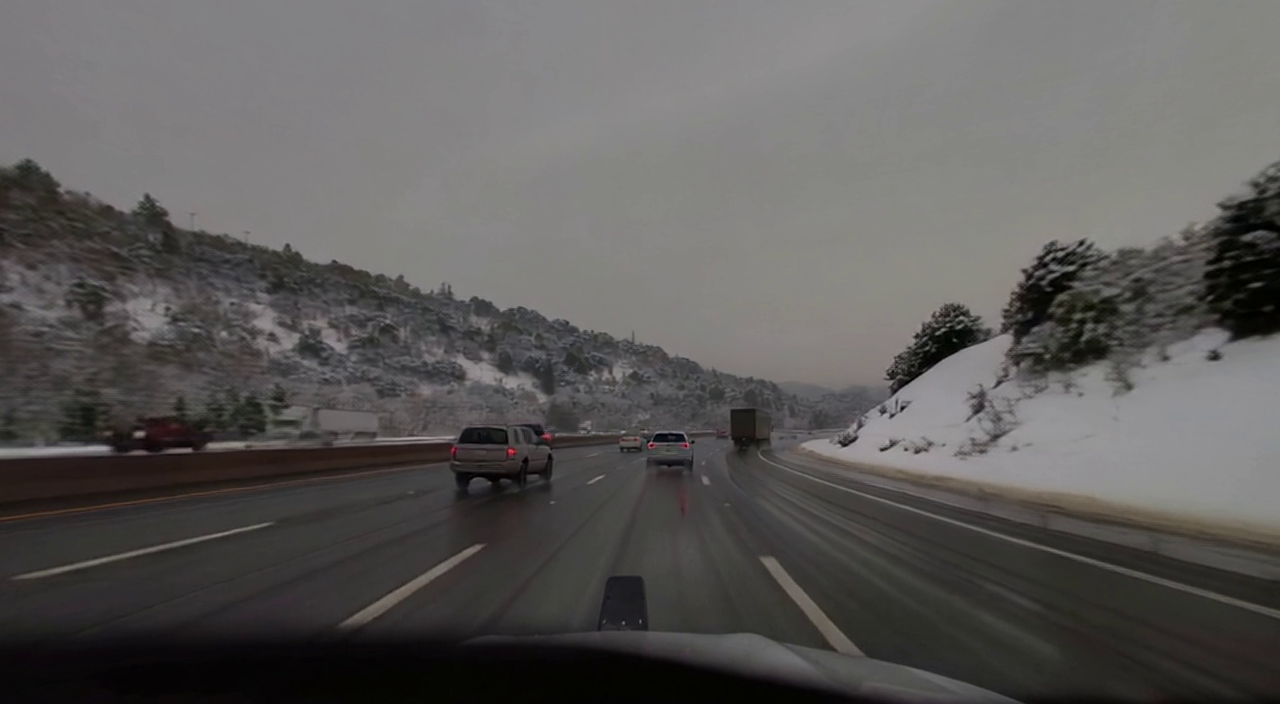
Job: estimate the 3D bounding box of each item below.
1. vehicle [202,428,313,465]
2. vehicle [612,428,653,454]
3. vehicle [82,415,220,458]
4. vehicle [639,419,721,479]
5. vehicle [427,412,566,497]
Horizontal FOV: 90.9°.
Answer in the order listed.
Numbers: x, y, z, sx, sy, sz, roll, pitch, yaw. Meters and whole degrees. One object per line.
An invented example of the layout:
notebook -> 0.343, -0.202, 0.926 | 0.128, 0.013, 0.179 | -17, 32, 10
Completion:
vehicle -> -16.003, 3.980, 26.666 | 1.838, 1.420, 4.243 | -1, -8, 3
vehicle -> -0.464, 6.300, 44.501 | 2.194, 1.702, 4.305 | -2, -8, 8
vehicle -> -20.179, 3.545, 26.338 | 1.900, 1.613, 4.537 | -1, -8, 4
vehicle -> 1.378, 3.301, 21.577 | 2.484, 1.820, 4.497 | -1, -8, 4
vehicle -> -3.228, 2.433, 15.231 | 2.077, 1.712, 4.406 | -1, -8, 4
